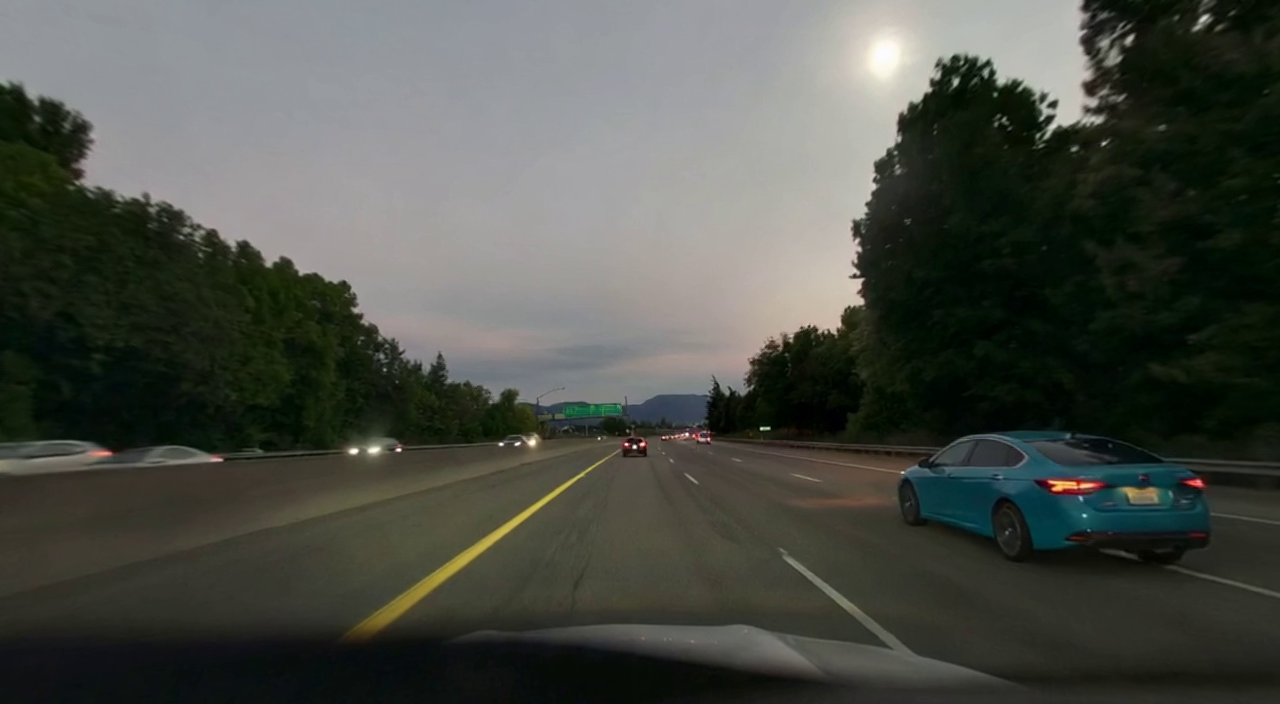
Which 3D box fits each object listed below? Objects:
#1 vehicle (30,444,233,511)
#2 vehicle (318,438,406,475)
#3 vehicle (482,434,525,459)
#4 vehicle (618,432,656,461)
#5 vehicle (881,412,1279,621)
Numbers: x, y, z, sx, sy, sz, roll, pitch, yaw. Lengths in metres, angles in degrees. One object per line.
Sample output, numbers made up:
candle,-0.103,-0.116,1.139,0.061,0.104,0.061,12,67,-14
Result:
vehicle,-12.732,3.104,16.177,1.789,1.449,4.061,0,-8,0
vehicle,-13.054,4.893,29.911,1.945,1.594,4.677,0,-8,1
vehicle,-9.823,6.848,45.598,2.128,1.691,4.589,0,-8,-1
vehicle,-0.154,5.317,35.464,2.046,1.526,3.903,0,-8,0
vehicle,4.523,1.478,6.776,1.981,1.467,4.459,0,-8,-2
